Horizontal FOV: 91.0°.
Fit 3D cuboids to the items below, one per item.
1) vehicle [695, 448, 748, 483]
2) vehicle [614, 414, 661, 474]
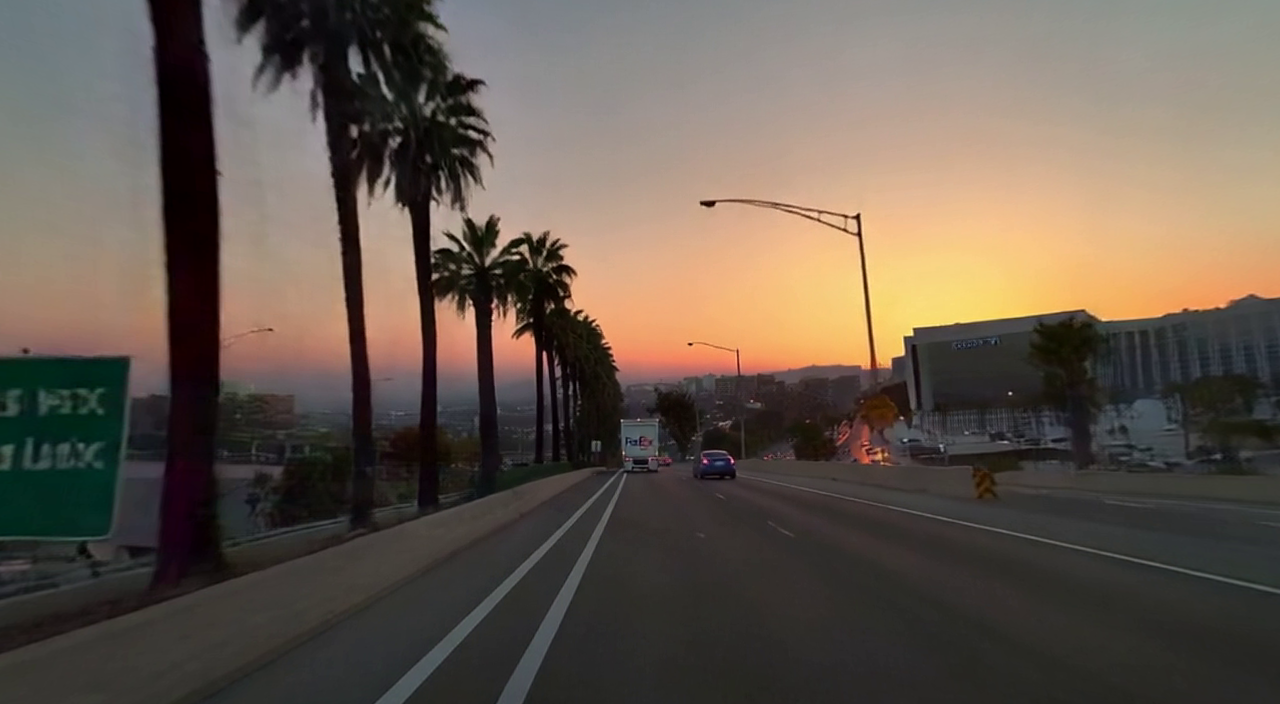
[{"bbox_3d":[3.912,5.557,31.087,1.966,1.558,4.238,0,-9,-1],"label":"vehicle"},{"bbox_3d":[-0.244,7.262,49.366,3.243,4.134,11.656,0,-9,0],"label":"vehicle"}]
